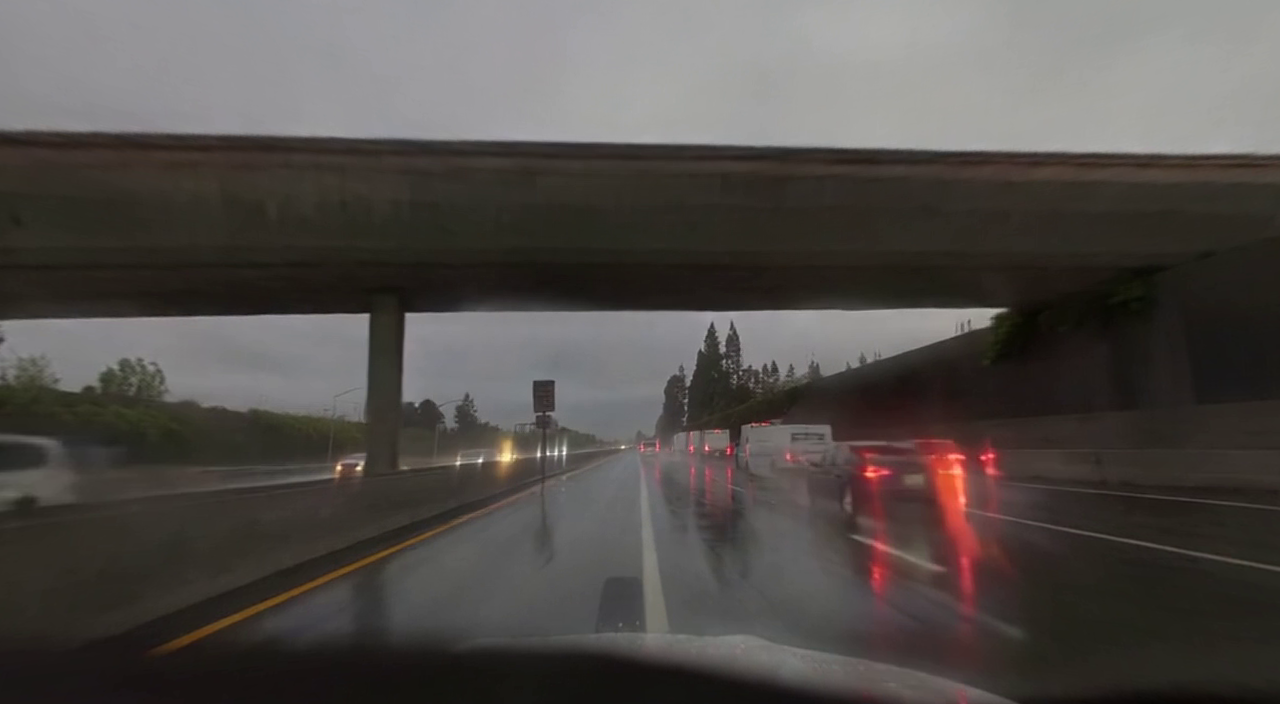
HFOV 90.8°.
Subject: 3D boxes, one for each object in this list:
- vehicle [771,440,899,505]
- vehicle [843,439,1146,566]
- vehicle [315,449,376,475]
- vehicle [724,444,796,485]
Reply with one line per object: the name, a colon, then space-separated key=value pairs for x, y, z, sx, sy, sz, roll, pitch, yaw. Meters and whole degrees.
vehicle: x=5.137 y=3.234 z=17.480 sx=1.915 sy=1.512 sz=4.812 roll=0 pitch=-8 yaw=-1
vehicle: x=4.833 y=2.077 z=9.562 sx=1.987 sy=1.448 sz=4.356 roll=0 pitch=-8 yaw=-1
vehicle: x=-20.784 y=7.752 z=44.773 sx=1.922 sy=1.747 sz=4.705 roll=0 pitch=-8 yaw=2
vehicle: x=4.762 y=4.510 z=25.710 sx=1.927 sy=1.489 sz=4.478 roll=0 pitch=-8 yaw=-1
